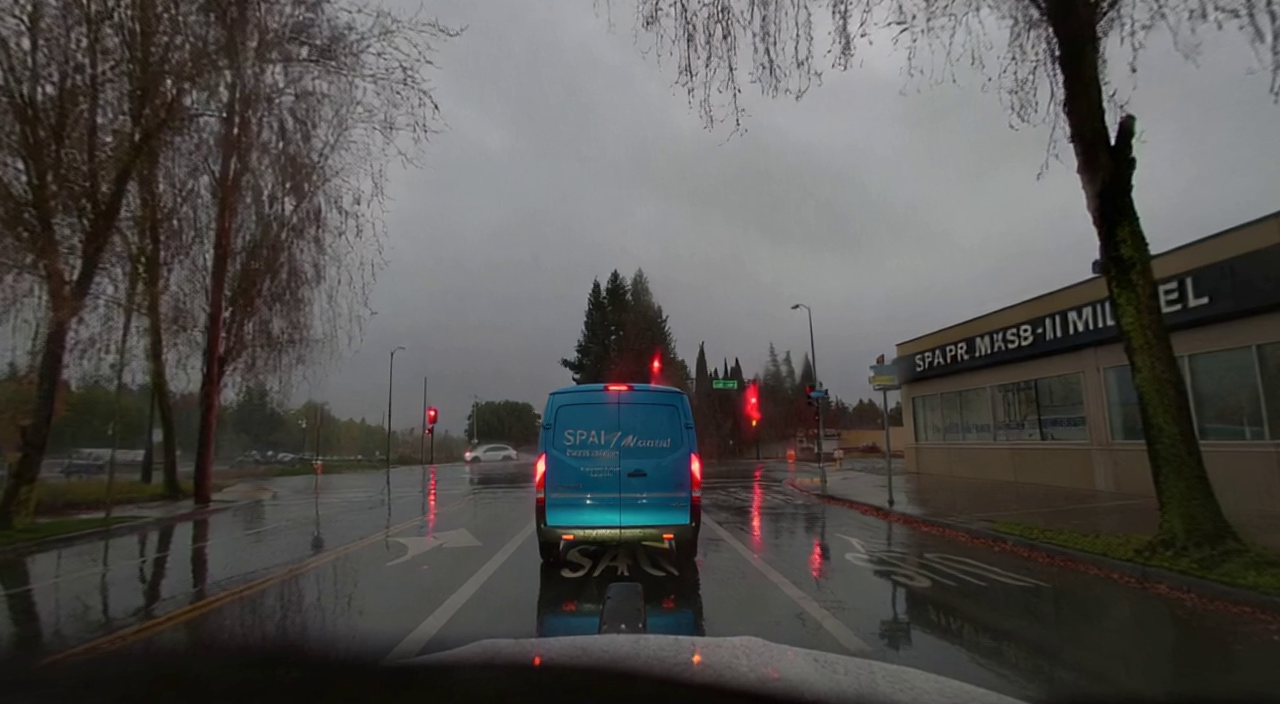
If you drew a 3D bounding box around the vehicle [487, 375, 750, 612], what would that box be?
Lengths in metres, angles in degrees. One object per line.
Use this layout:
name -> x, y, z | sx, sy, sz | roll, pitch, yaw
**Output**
vehicle -> -0.292, 1.475, 7.305 | 2.181, 1.949, 3.932 | 1, -9, -4
